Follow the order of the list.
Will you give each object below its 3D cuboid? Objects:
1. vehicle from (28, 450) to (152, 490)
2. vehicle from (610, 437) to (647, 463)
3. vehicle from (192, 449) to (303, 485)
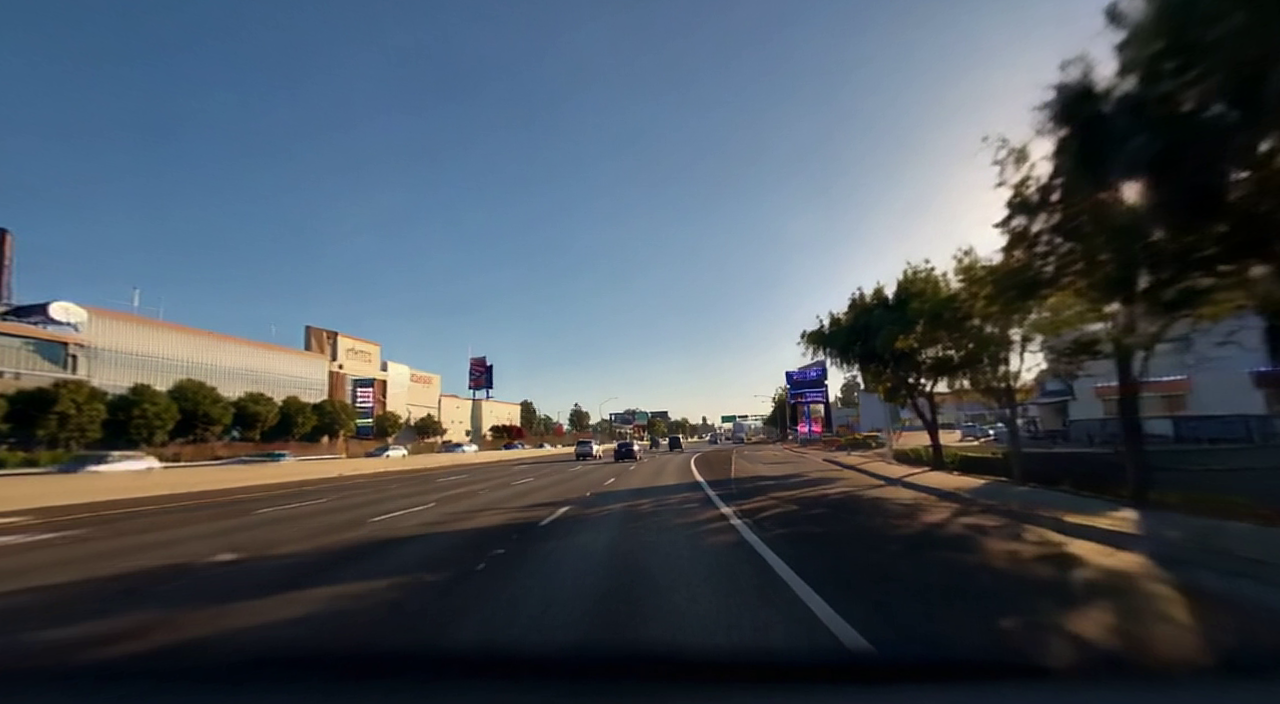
[{"bbox_3d":[-24.320,5.185,28.162,1.803,1.619,3.952,-1,-8,3],"label":"vehicle"},{"bbox_3d":[-0.796,7.047,45.697,2.139,1.782,4.079,-1,-8,6],"label":"vehicle"},{"bbox_3d":[-17.859,5.218,29.043,1.879,1.483,4.697,-1,-8,4],"label":"vehicle"}]
